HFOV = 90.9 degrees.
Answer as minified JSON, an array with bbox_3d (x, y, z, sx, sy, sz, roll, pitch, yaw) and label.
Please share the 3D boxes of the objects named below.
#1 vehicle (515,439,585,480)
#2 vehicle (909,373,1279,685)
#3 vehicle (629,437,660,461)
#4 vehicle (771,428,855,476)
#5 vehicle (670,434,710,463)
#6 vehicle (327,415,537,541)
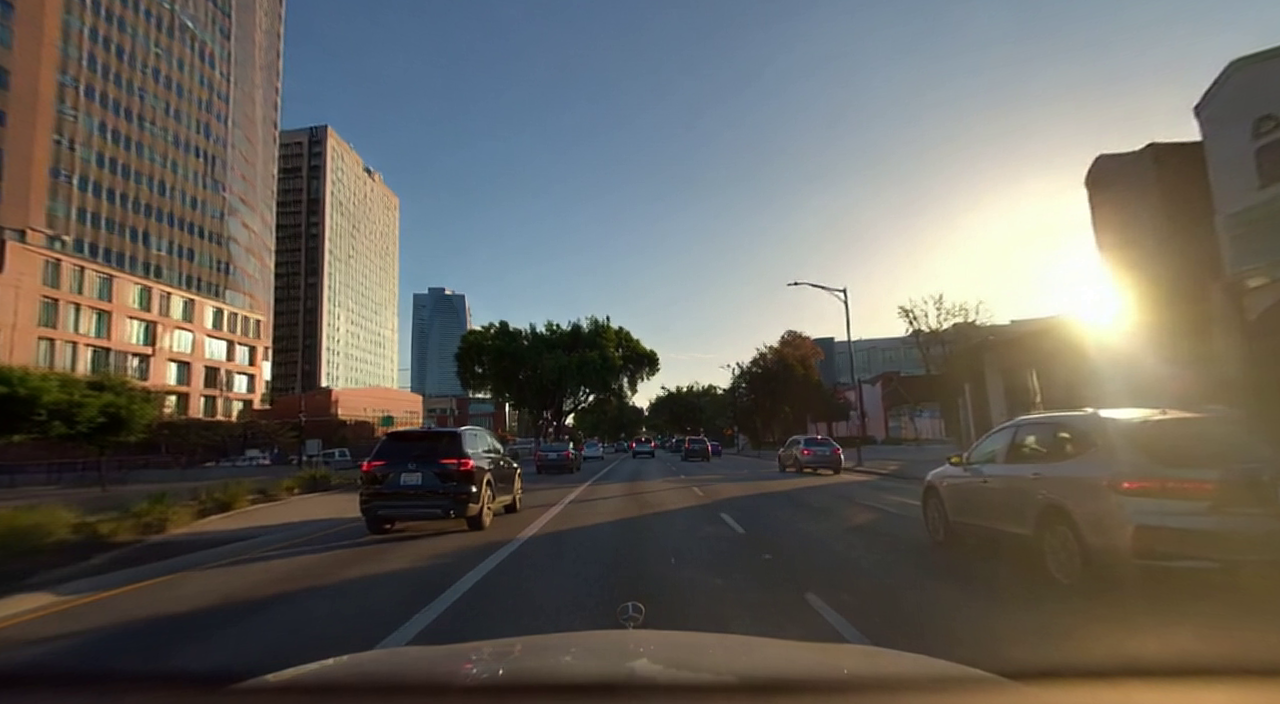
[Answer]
[{"bbox_3d":[-3.453,4.244,25.019,2.036,1.465,4.301,0,-9,1],"label":"vehicle"},{"bbox_3d":[4.323,1.275,5.649,2.088,1.666,4.512,-1,-9,4],"label":"vehicle"},{"bbox_3d":[0.314,7.526,48.894,2.304,1.795,4.526,0,-9,0],"label":"vehicle"},{"bbox_3d":[6.957,4.089,25.850,2.076,1.793,4.464,0,-9,-1],"label":"vehicle"},{"bbox_3d":[3.269,6.501,42.293,2.178,1.804,4.766,0,-9,-1],"label":"vehicle"},{"bbox_3d":[-3.259,2.089,11.020,2.141,1.719,4.379,0,-9,0],"label":"vehicle"}]
